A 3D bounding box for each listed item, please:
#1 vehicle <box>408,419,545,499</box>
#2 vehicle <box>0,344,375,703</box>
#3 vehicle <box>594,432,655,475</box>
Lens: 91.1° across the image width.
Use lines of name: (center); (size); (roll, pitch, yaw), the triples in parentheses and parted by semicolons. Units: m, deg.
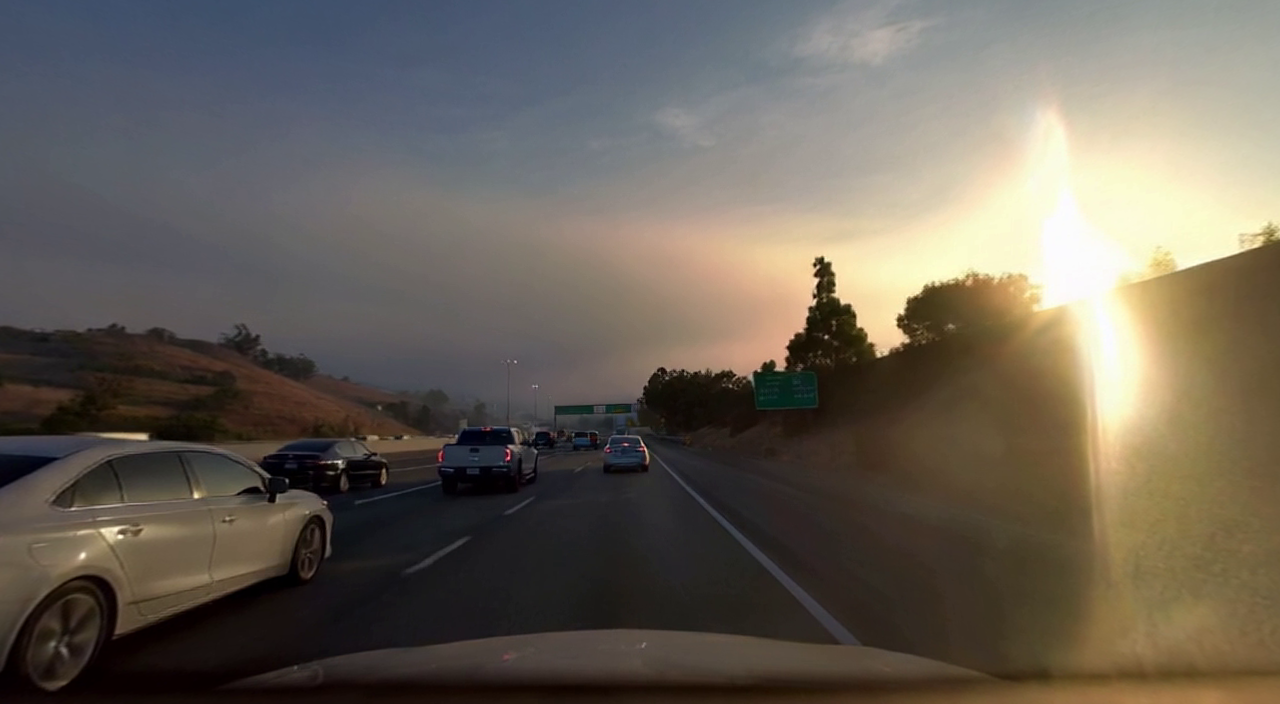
vehicle: (-3.836, 2.590, 15.747); (2.154, 1.690, 4.595); (0, -8, 0)
vehicle: (-3.846, 1.050, 4.384); (2.107, 1.703, 4.274); (0, -8, 0)
vehicle: (-0.553, 3.736, 23.490); (2.070, 1.452, 3.834); (0, -8, -1)
